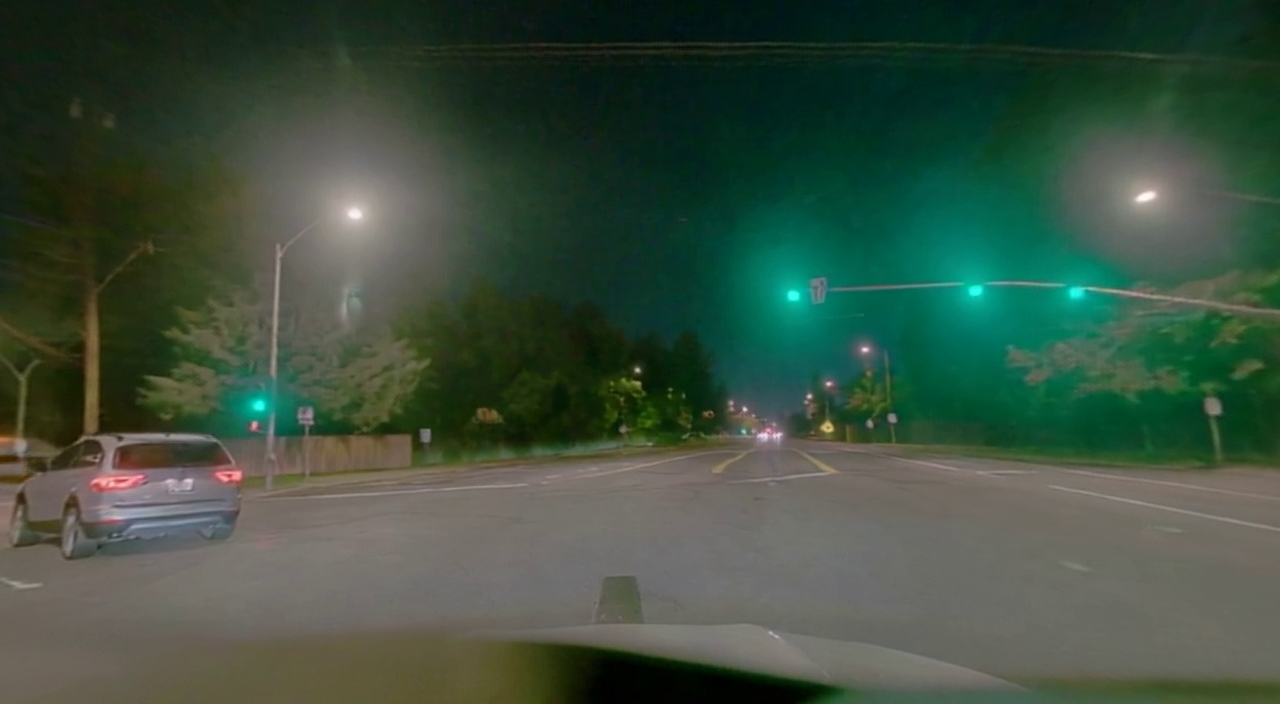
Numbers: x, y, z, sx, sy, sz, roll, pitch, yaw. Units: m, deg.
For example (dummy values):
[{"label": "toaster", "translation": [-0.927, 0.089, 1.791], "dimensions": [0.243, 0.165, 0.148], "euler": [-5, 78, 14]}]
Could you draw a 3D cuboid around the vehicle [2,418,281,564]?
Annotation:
[{"label": "vehicle", "translation": [-8.174, 2.075, 10.278], "dimensions": [4.580, 1.827, 2.230], "euler": [-6, -10, 35]}]
